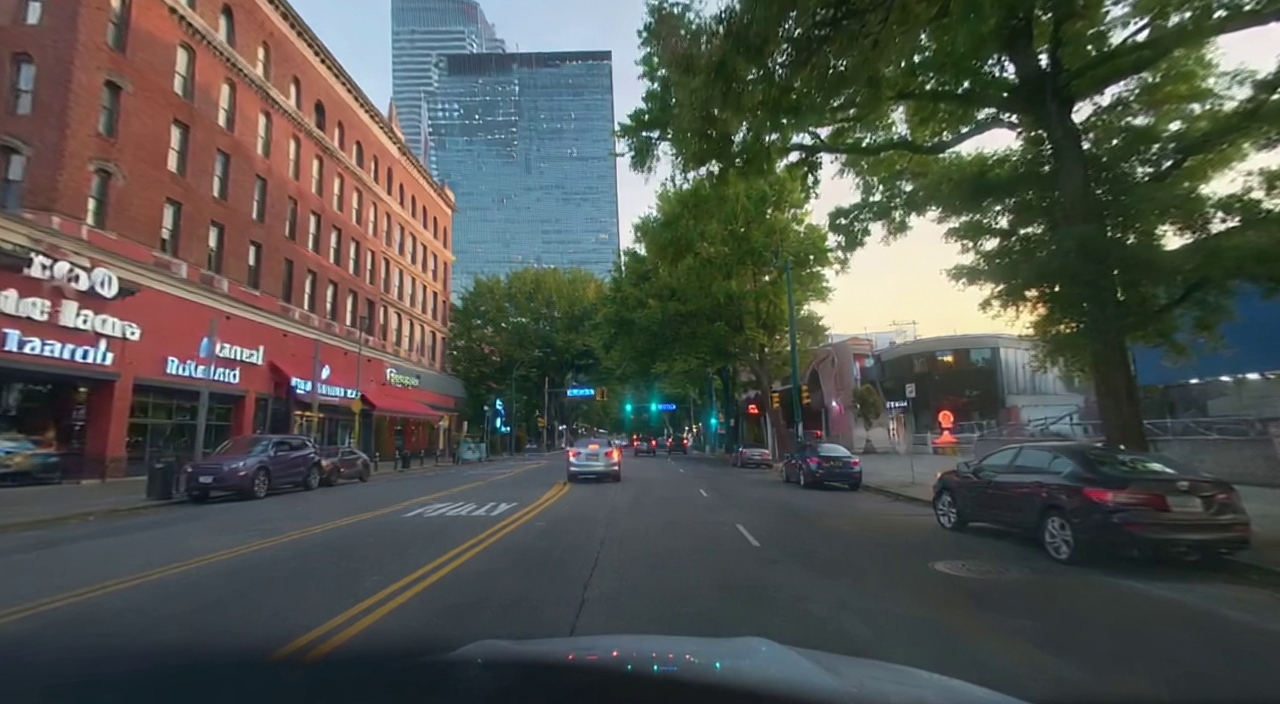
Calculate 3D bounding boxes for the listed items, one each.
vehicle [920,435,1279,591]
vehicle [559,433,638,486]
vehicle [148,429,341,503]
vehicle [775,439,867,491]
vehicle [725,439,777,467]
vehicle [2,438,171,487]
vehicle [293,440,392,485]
[{"bbox_3d":[5.847,1.943,8.581,1.961,1.533,4.473,0,-8,0],"label":"vehicle"},{"bbox_3d":[-1.351,3.275,19.602,2.169,1.427,4.531,1,-8,-6],"label":"vehicle"},{"bbox_3d":[-12.521,3.641,20.711,2.384,2.044,6.030,0,-8,1],"label":"vehicle"},{"bbox_3d":[5.872,3.683,20.924,1.986,1.555,3.879,0,-8,2],"label":"vehicle"},{"bbox_3d":[6.073,5.560,34.973,1.956,1.446,4.537,0,-8,-1],"label":"vehicle"},{"bbox_3d":[-20.444,4.084,23.607,1.903,1.629,4.525,-1,-8,7],"label":"vehicle"},{"bbox_3d":[-12.452,4.638,26.745,2.000,1.708,4.494,0,-8,0],"label":"vehicle"}]
